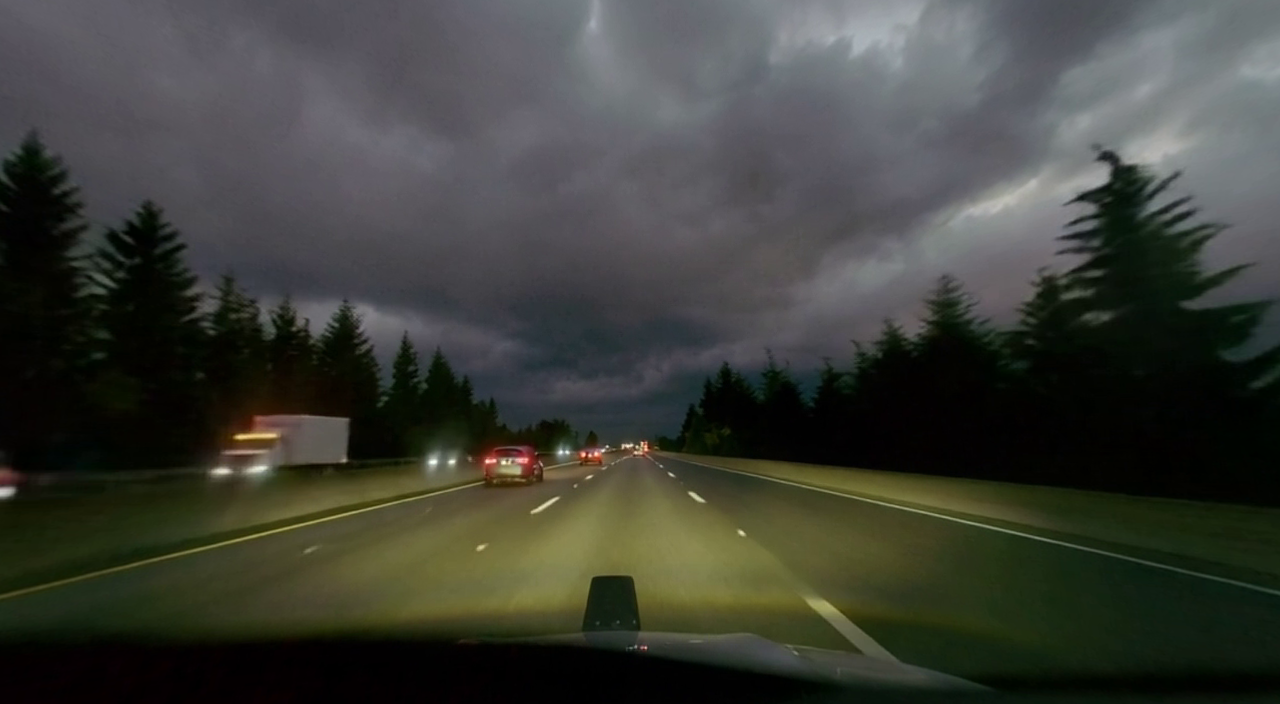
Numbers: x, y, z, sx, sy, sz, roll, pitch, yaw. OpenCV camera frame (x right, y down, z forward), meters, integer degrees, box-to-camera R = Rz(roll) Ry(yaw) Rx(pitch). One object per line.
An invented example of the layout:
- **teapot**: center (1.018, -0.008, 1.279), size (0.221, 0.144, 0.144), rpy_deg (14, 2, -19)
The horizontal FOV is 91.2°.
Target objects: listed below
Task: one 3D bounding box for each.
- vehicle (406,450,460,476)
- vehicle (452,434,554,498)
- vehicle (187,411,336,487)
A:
- **vehicle**: center (-12.790, 6.863, 38.977), size (1.864, 1.503, 4.389), rpy_deg (0, -9, 0)
- **vehicle**: center (-3.992, 3.411, 19.094), size (2.151, 1.693, 4.201), rpy_deg (0, -9, 0)
- **vehicle**: center (-17.321, 4.516, 29.410), size (2.523, 3.082, 6.976), rpy_deg (-1, -9, 1)
